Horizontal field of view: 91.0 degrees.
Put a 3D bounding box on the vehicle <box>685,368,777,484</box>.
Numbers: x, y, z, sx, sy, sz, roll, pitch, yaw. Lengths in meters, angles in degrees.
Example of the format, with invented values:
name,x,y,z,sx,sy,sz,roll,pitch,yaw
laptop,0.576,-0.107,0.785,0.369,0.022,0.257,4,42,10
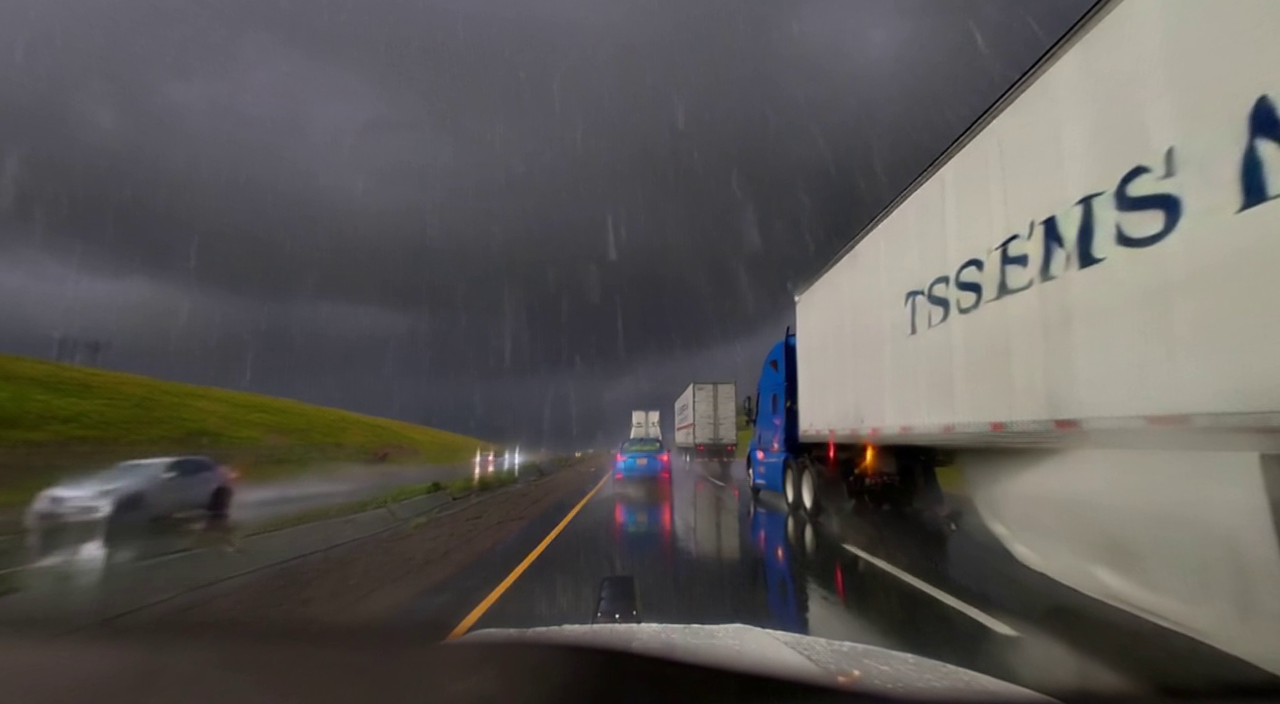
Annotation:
name,x,y,z,sx,sy,sz,roll,pitch,yaw
vehicle,3.859,3.374,27.941,3.235,4.197,9.908,-2,-8,6

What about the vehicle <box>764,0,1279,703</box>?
name,x,y,z,sx,sy,sz,roll,pitch,yaw
vehicle,4.353,-0.124,5.252,3.410,4.438,14.410,0,-8,-1

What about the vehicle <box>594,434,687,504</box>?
name,x,y,z,sx,sy,sz,roll,pitch,yaw
vehicle,-0.018,2.860,15.834,2.045,1.507,3.763,-1,-8,-1

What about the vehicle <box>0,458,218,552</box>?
name,x,y,z,sx,sy,sz,roll,pitch,yaw
vehicle,-11.114,2.976,12.909,1.951,1.464,4.370,-1,-8,-1
